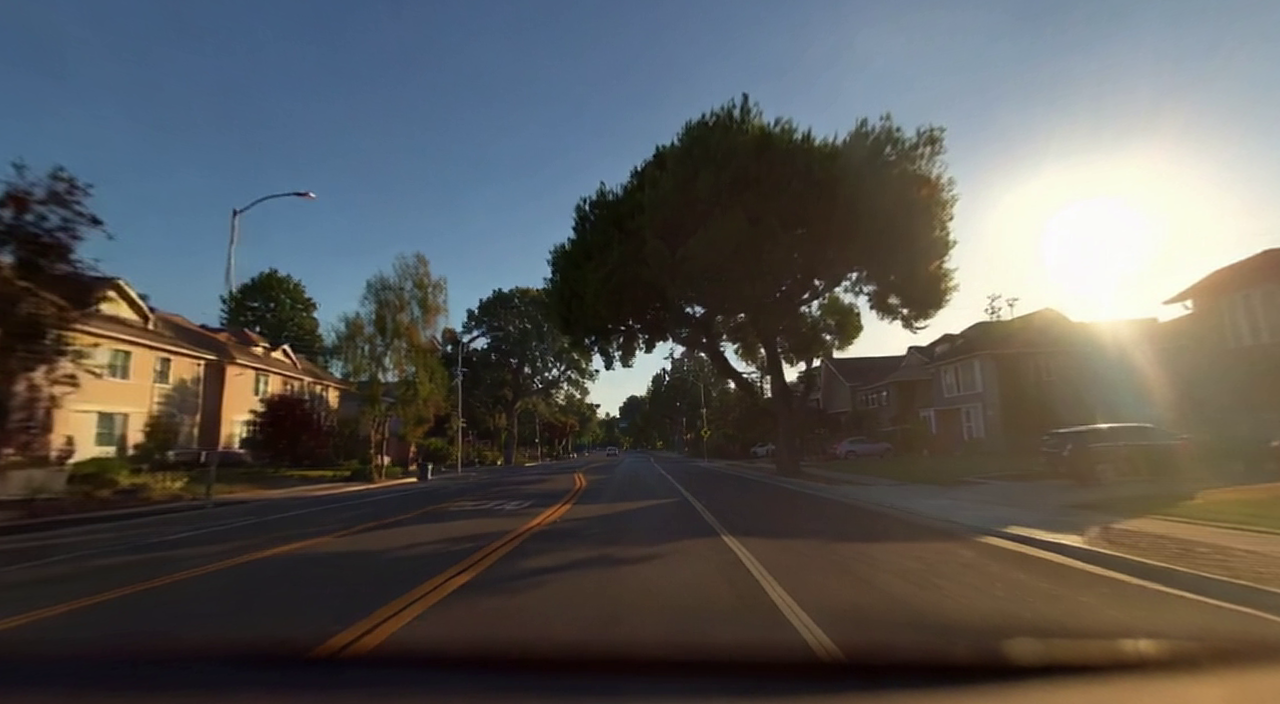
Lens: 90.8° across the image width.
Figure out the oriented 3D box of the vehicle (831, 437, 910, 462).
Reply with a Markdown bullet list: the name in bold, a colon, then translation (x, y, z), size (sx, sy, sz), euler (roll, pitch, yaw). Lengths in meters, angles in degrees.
- **vehicle**: translation (15.586, 6.608, 42.916), size (4.548, 1.535, 1.882), euler (-2, -9, 2)

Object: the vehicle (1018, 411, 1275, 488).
- **vehicle**: translation (13.382, 2.642, 17.029), size (4.912, 1.895, 2.047), euler (-1, -9, 6)

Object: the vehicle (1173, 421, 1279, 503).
- **vehicle**: translation (15.149, 2.216, 13.830), size (4.752, 1.497, 2.107), euler (-7, -9, 5)

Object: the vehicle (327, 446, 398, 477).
- **vehicle**: translation (-18.129, 7.140, 41.605), size (2.161, 1.873, 5.514), euler (0, -9, 1)
